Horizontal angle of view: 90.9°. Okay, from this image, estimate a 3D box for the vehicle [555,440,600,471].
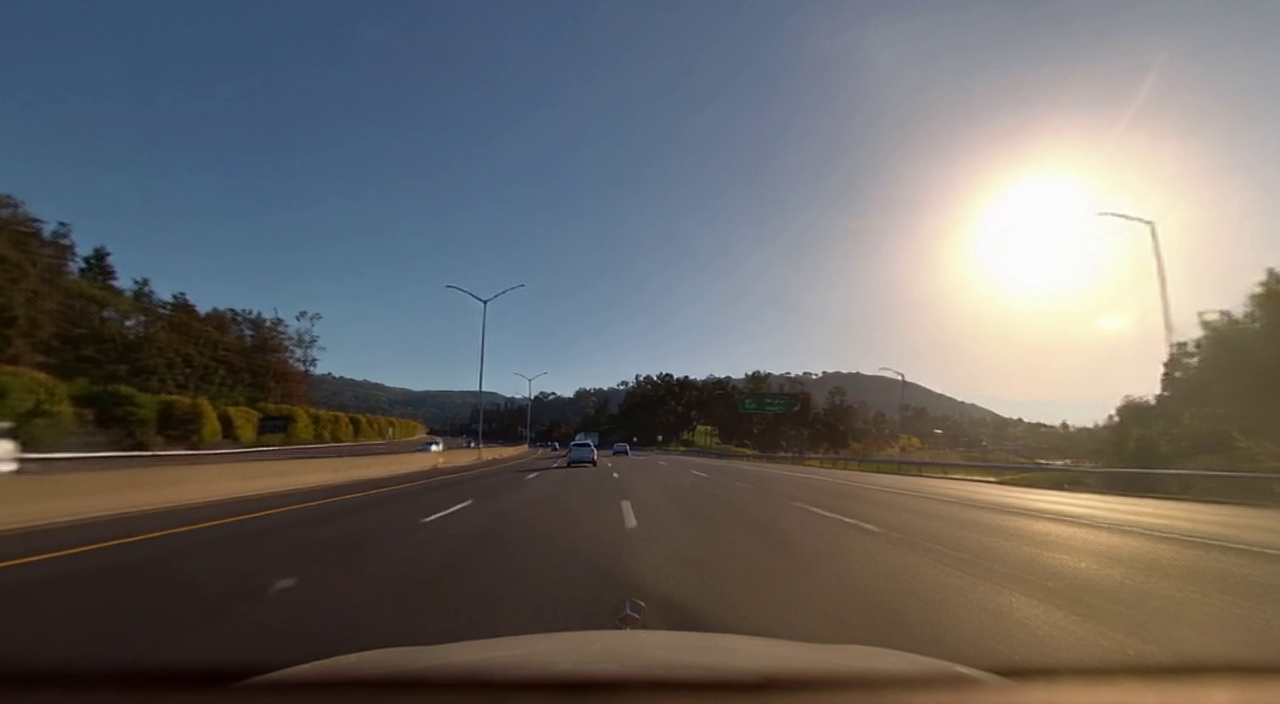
[{"bbox_3d":[-3.230,5.411,33.252,2.193,1.497,4.337,0,-8,-4],"label":"vehicle"}]
